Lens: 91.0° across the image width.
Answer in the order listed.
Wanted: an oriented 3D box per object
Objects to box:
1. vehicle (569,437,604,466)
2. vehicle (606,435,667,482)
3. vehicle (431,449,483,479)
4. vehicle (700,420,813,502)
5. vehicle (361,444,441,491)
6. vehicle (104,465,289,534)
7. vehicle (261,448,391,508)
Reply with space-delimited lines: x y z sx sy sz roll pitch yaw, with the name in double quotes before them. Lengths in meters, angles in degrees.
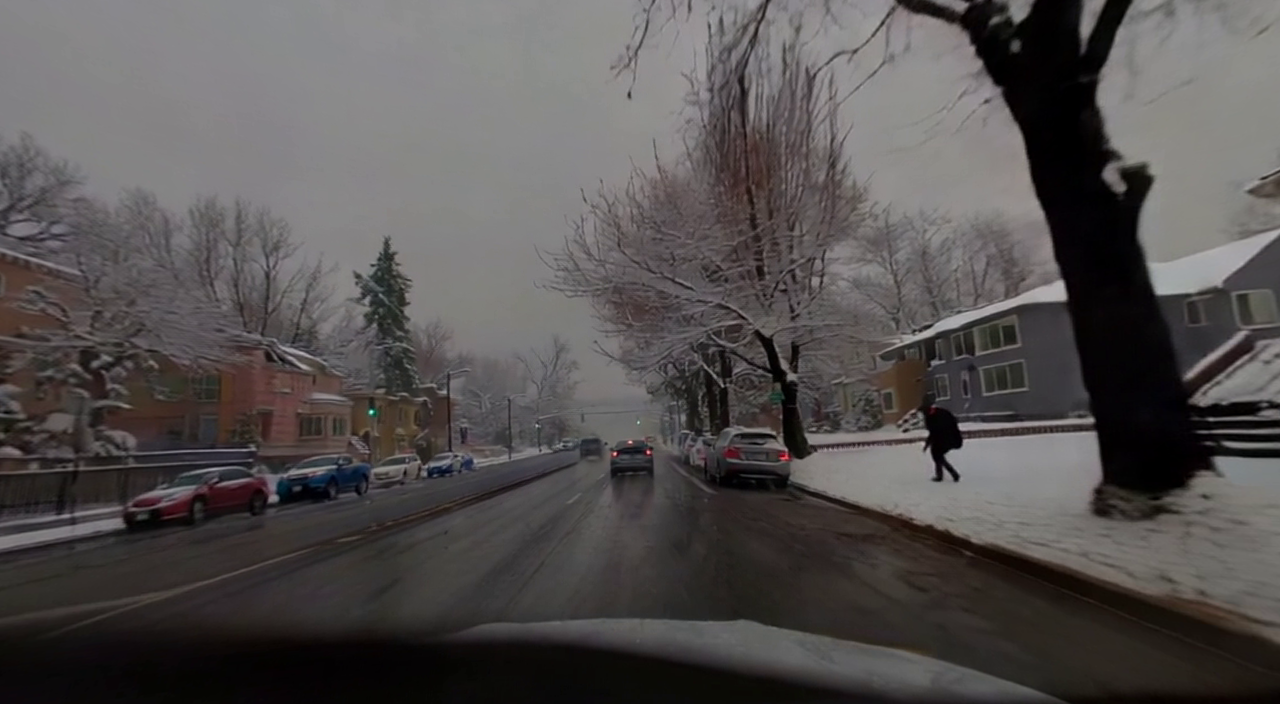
"vehicle" -3.565 6.714 42.679 1.983 1.841 4.013 0 -8 0
"vehicle" -0.125 3.797 22.771 1.998 1.518 4.015 0 -8 0
"vehicle" -12.174 7.500 42.309 2.026 1.791 4.909 0 -8 0
"vehicle" 2.708 2.646 15.754 1.969 1.725 4.387 0 -8 0
"vehicle" -12.233 5.897 32.606 2.210 2.148 4.849 0 -8 0
"vehicle" -11.953 3.958 17.424 1.913 1.475 4.372 -1 -8 1
"vehicle" -12.109 4.847 24.922 2.109 1.941 6.025 0 -8 -1
